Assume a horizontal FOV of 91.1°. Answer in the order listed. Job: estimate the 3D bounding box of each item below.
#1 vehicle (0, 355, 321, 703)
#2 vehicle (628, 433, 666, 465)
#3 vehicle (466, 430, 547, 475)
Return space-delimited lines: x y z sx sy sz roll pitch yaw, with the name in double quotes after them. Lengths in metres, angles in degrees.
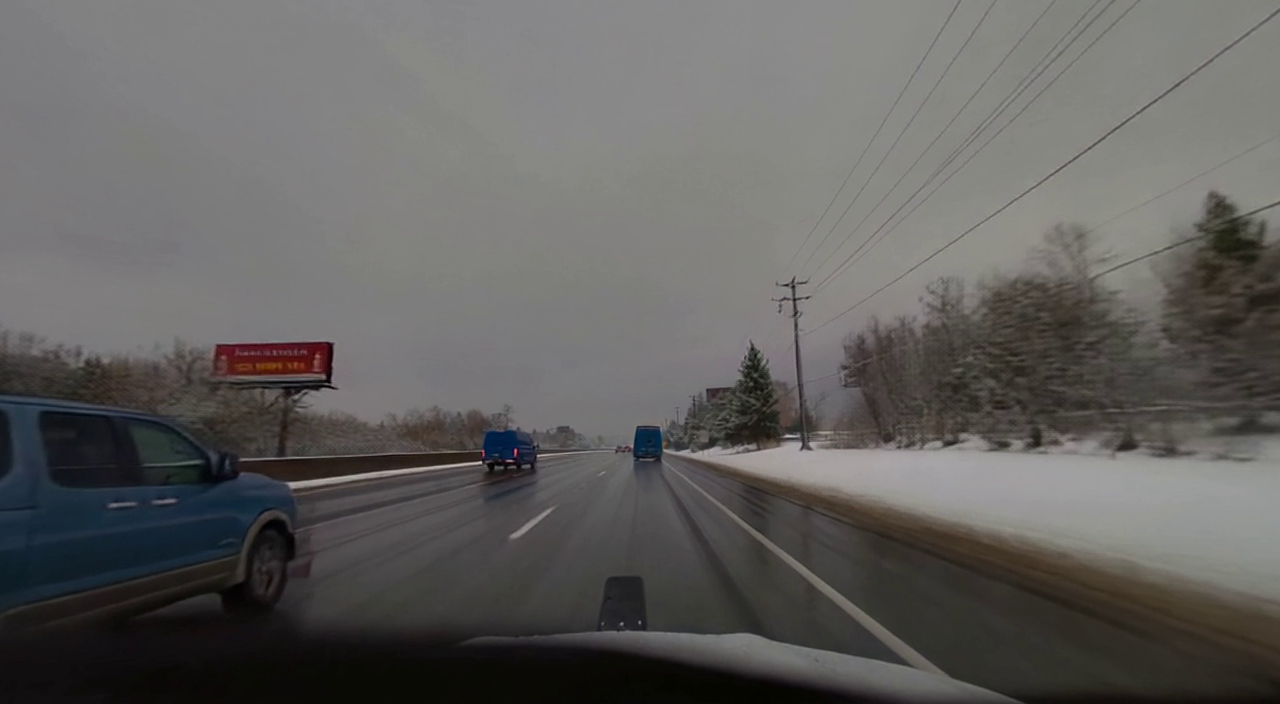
-3.916 0.940 3.118 2.145 1.730 4.729 0 -8 0 "vehicle"
0.537 7.326 47.533 2.692 2.279 5.695 0 -8 0 "vehicle"
-6.902 5.307 33.450 2.695 2.084 6.836 0 -8 1 "vehicle"
